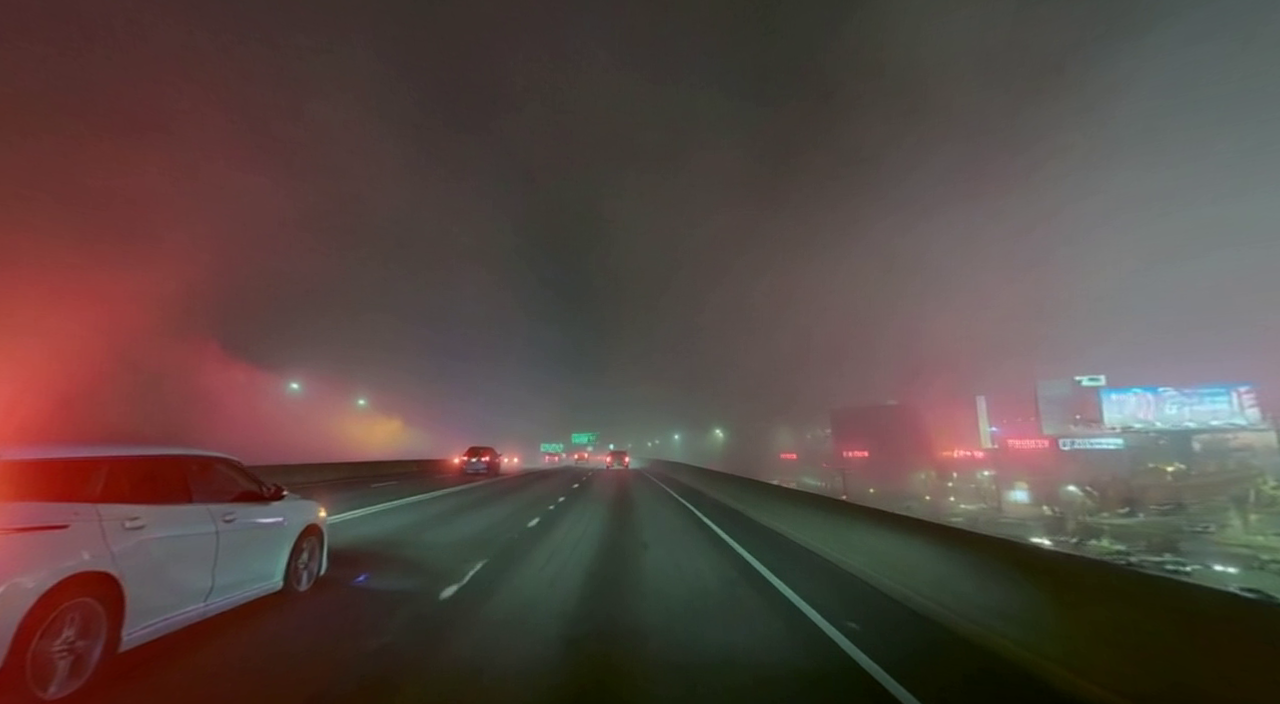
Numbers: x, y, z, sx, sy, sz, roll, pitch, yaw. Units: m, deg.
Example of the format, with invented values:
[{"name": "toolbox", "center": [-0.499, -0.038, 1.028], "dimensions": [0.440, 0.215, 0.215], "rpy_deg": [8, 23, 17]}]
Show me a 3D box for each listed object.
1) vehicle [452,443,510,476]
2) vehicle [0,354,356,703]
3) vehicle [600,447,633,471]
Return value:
[{"name": "vehicle", "center": [-8.634, 5.848, 34.555], "dimensions": [2.065, 1.689, 4.399], "rpy_deg": [0, -9, -1]}, {"name": "vehicle", "center": [-3.581, 0.982, 3.212], "dimensions": [2.036, 1.717, 4.592], "rpy_deg": [0, -9, 1]}, {"name": "vehicle", "center": [-1.632, 7.383, 43.631], "dimensions": [2.110, 1.501, 4.319], "rpy_deg": [0, -9, -2]}]
